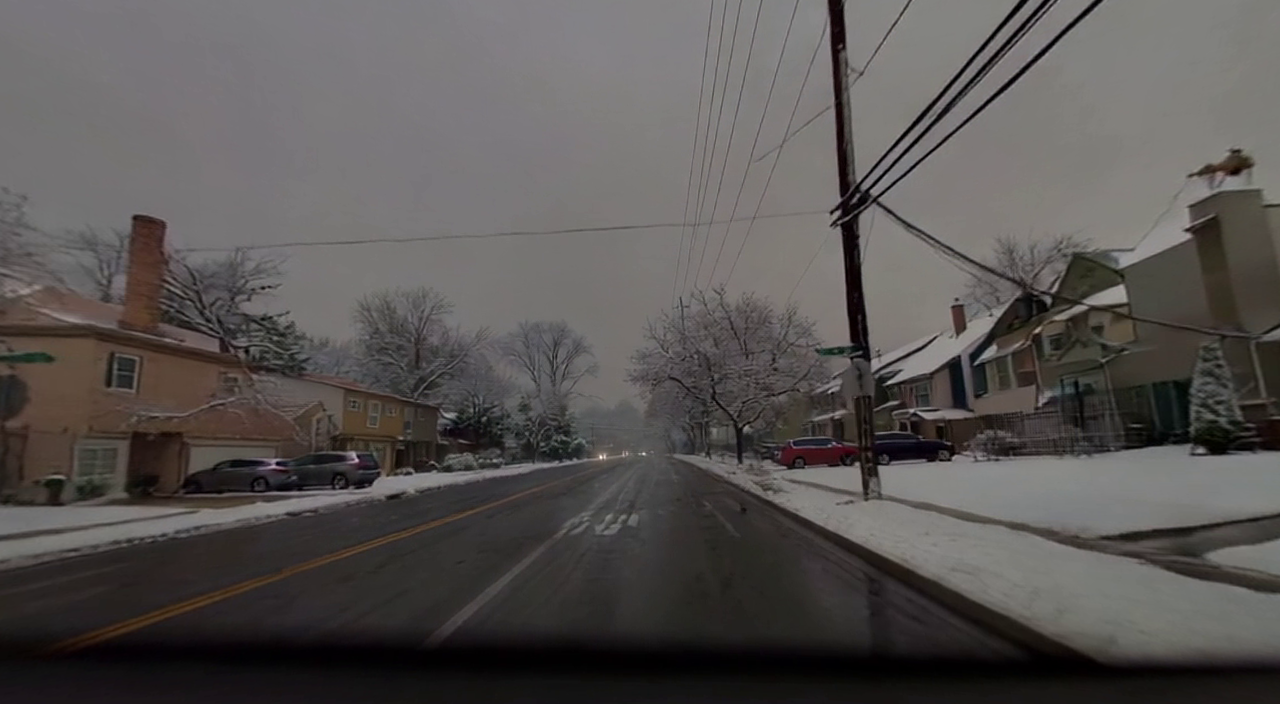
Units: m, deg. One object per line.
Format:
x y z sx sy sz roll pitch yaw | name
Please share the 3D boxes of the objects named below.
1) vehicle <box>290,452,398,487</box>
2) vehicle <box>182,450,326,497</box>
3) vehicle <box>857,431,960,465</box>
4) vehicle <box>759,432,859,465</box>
-14.220 5.638 30.512 4.260 1.588 1.927 -1 -9 5 | vehicle
-15.127 4.733 24.887 4.500 1.714 1.924 -1 -9 7 | vehicle
13.012 4.687 30.797 4.122 1.610 1.888 0 -9 2 | vehicle
9.346 5.364 35.267 4.952 1.775 2.089 0 -8 0 | vehicle
